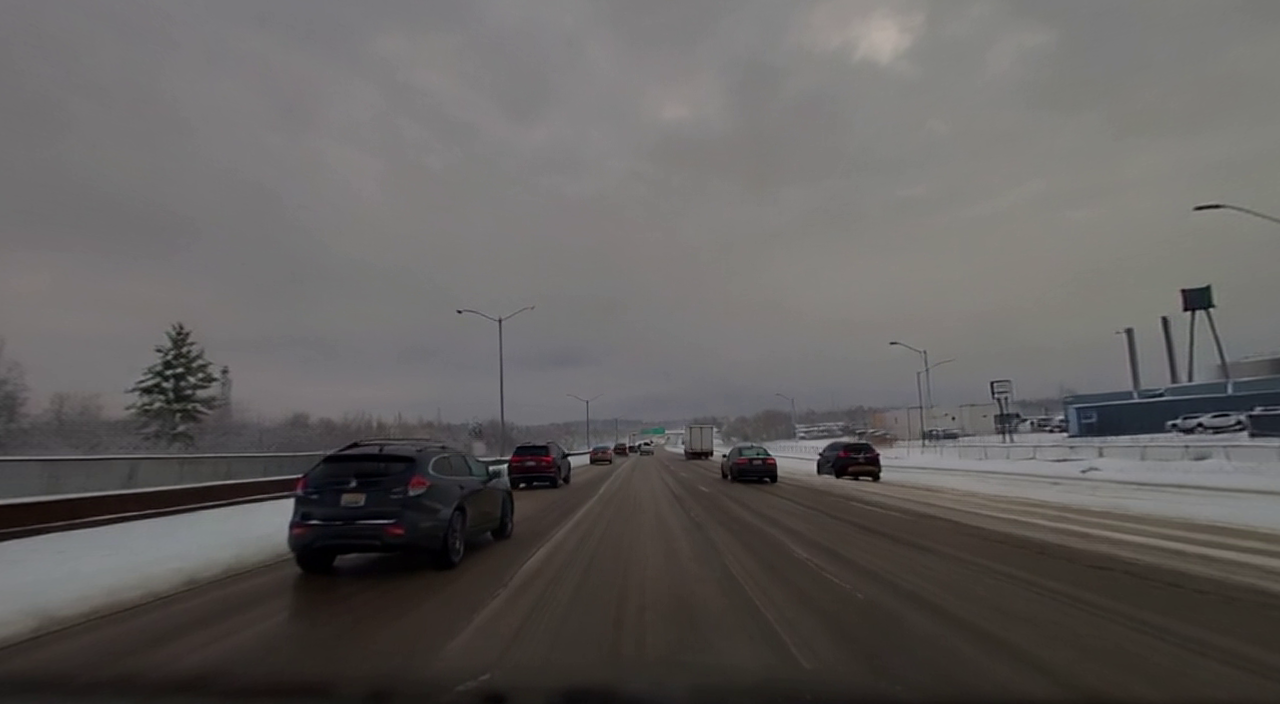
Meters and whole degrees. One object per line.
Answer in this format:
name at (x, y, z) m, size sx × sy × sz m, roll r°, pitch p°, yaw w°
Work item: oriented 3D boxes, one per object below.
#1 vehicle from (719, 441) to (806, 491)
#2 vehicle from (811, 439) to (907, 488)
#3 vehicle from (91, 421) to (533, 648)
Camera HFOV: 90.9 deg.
vehicle at (3.892, 3.677, 20.828) m, size 1.942 × 1.453 × 4.329 m, roll 0°, pitch -8°, yaw -1°
vehicle at (7.451, 3.801, 21.868) m, size 1.860 × 1.520 × 3.961 m, roll 0°, pitch -8°, yaw -1°
vehicle at (-2.717, 1.618, 6.888) m, size 2.067 × 1.555 × 4.851 m, roll -1°, pitch -8°, yaw 2°
